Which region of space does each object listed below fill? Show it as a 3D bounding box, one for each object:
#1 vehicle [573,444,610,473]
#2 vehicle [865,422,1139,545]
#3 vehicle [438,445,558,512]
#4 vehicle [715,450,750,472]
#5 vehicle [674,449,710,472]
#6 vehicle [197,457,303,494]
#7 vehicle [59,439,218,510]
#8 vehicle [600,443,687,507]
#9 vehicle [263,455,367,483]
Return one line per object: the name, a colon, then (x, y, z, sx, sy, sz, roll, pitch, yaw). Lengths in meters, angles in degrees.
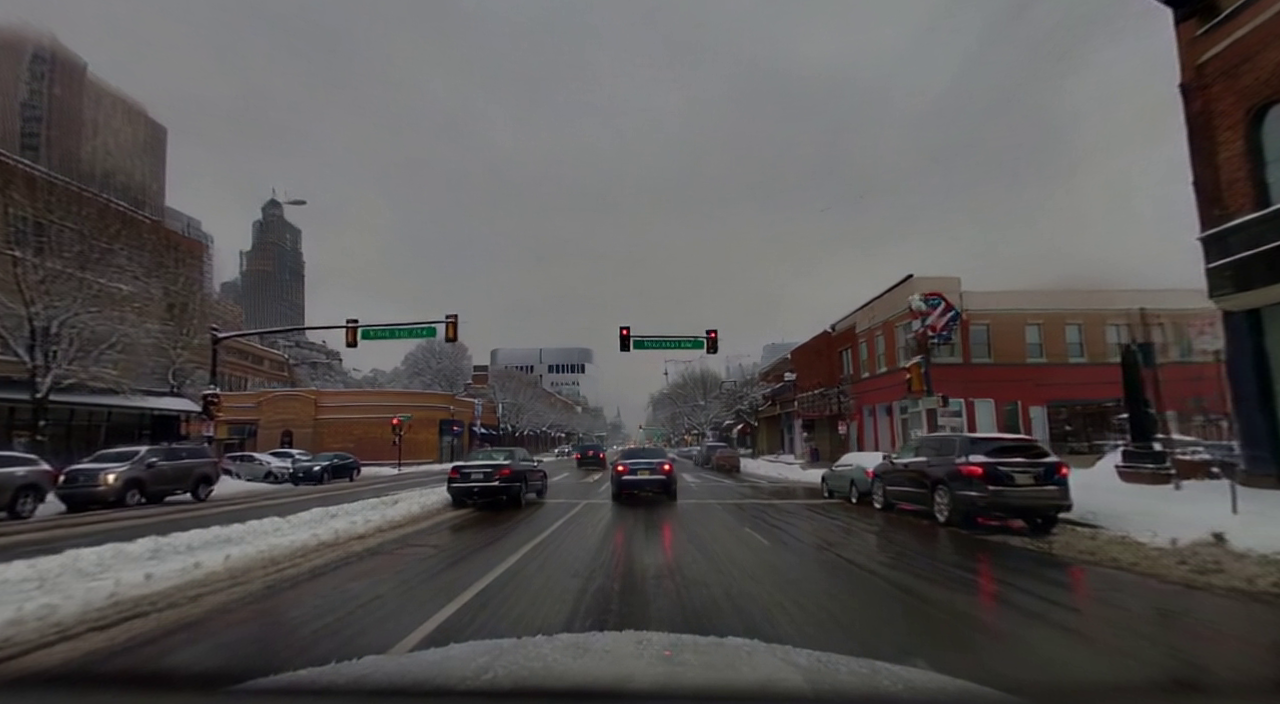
vehicle: (-3.057, 6.825, 40.492, 2.007, 1.736, 4.185, 0, -9, 1)
vehicle: (6.529, 2.431, 12.430, 2.289, 1.867, 5.322, 0, -9, 1)
vehicle: (-3.402, 3.111, 16.059, 1.950, 1.450, 4.257, 0, -9, 2)
vehicle: (6.840, 8.112, 47.083, 1.944, 1.462, 4.406, 0, -9, 0)
vehicle: (3.455, 7.332, 42.728, 2.047, 1.463, 4.514, 0, -9, 0)
vehicle: (-17.228, 5.433, 28.132, 1.774, 1.436, 4.473, 0, -9, 1)
vehicle: (-16.193, 3.923, 20.864, 2.239, 1.963, 5.779, 3, -9, -19)
vehicle: (0.066, 3.196, 16.829, 2.037, 1.484, 4.073, 0, -9, 0)
vehicle: (-18.994, 6.812, 36.885, 5.163, 1.510, 2.174, -2, -9, 15)
